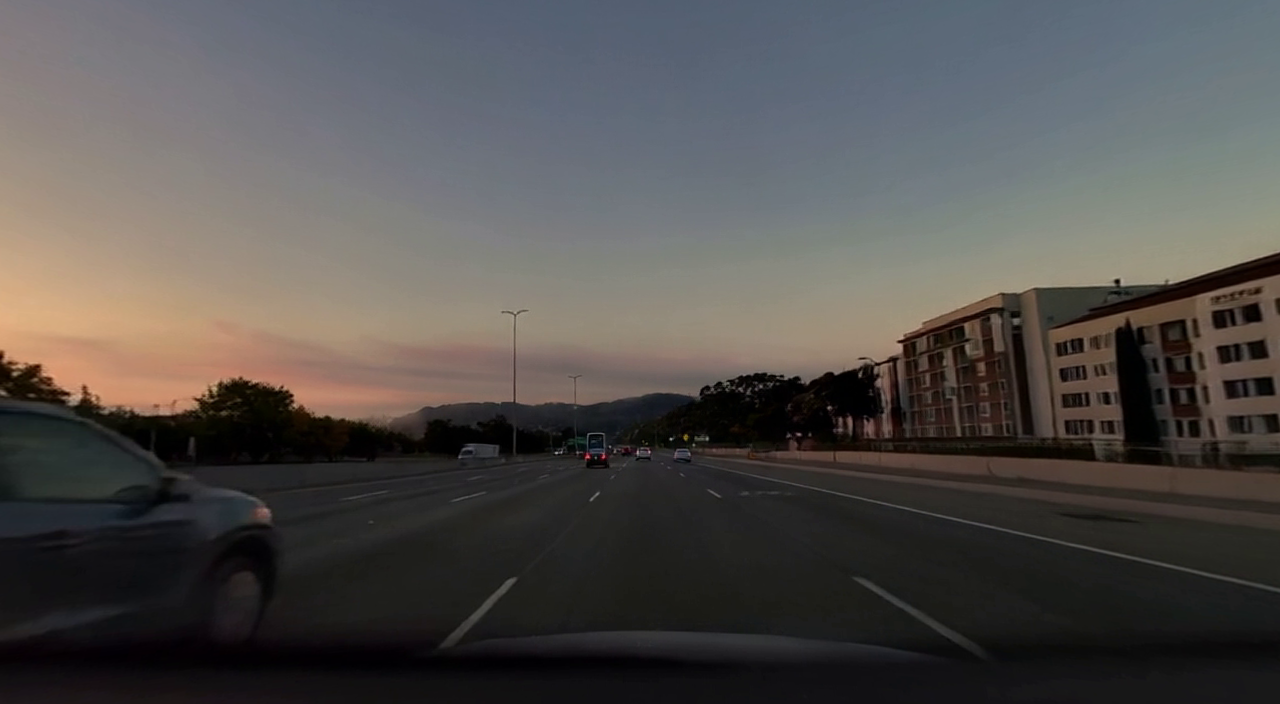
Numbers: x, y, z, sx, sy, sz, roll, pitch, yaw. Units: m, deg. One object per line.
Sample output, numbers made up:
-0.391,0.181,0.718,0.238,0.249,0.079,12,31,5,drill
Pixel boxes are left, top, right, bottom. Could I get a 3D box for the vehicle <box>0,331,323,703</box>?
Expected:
-3.346,0.772,2.087,2.075,1.721,4.763,0,-9,0,vehicle
